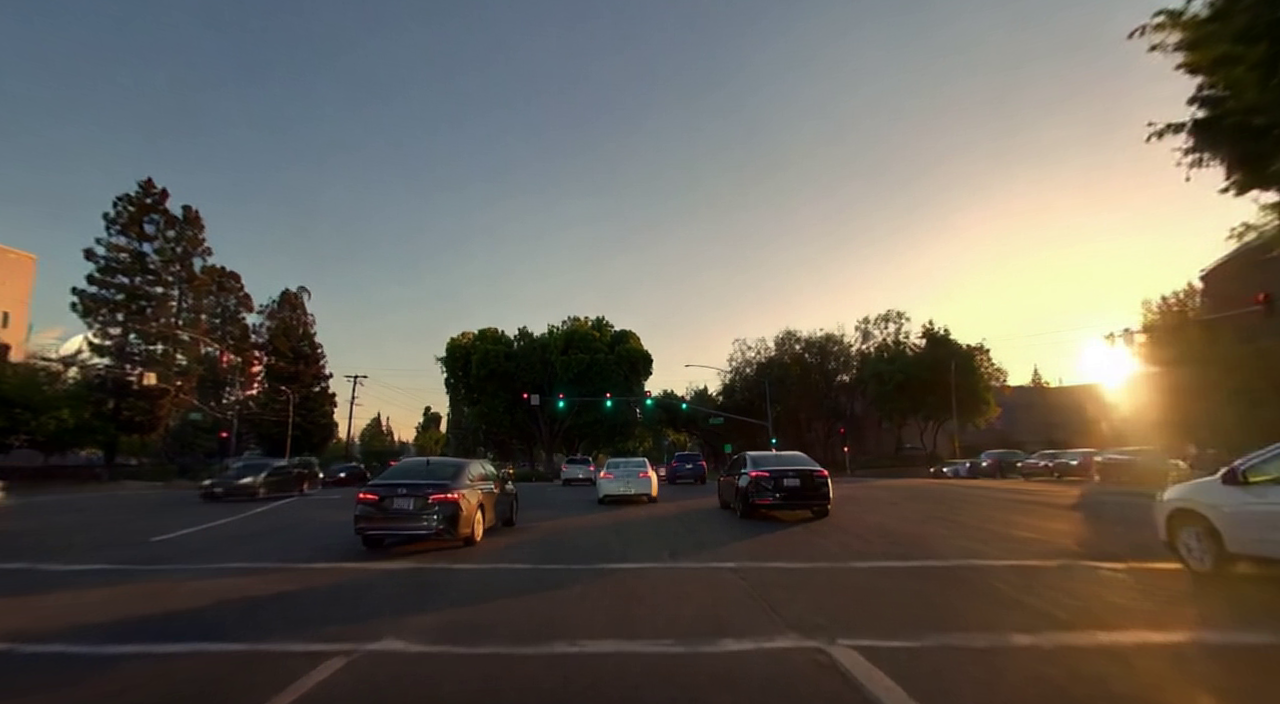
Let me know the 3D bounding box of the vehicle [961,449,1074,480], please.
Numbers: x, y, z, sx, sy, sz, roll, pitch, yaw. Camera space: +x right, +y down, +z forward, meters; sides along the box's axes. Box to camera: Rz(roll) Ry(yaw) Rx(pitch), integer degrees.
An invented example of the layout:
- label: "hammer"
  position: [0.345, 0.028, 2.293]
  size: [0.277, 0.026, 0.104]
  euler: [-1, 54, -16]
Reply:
- label: "vehicle"
  position: [19.373, 5.768, 32.545]
  size: [4.620, 1.446, 1.950]
  euler: [0, -9, -3]

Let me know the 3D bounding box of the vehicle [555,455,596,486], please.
- label: "vehicle"
  position: [-3.855, 7.182, 38.591]
  size: [2.033, 1.714, 4.278]
  euler: [-1, -9, 0]

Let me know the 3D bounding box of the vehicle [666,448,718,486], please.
- label: "vehicle"
  position: [2.589, 5.886, 32.620]
  size: [2.138, 1.778, 4.422]
  euler: [0, -9, -2]

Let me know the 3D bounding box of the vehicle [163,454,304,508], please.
- label: "vehicle"
  position: [-14.495, 4.575, 22.960]
  size: [1.970, 1.708, 4.777]
  euler: [0, -9, -1]

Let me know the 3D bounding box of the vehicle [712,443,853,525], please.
- label: "vehicle"
  position: [3.062, 2.961, 14.833]
  size: [1.996, 1.566, 4.917]
  euler: [0, -9, -2]

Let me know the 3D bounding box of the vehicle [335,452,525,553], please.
- label: "vehicle"
  position: [-3.574, 2.632, 11.810]
  size: [2.045, 1.463, 4.490]
  euler: [0, -9, 0]

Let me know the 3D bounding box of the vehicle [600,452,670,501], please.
- label: "vehicle"
  position: [-0.197, 4.073, 21.077]
  size: [2.098, 1.461, 3.958]
  euler: [0, -9, -2]

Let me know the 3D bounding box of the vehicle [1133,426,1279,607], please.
- label: "vehicle"
  position: [6.543, 1.281, 4.594]
  size: [1.959, 1.553, 4.809]
  euler: [0, -9, -1]
